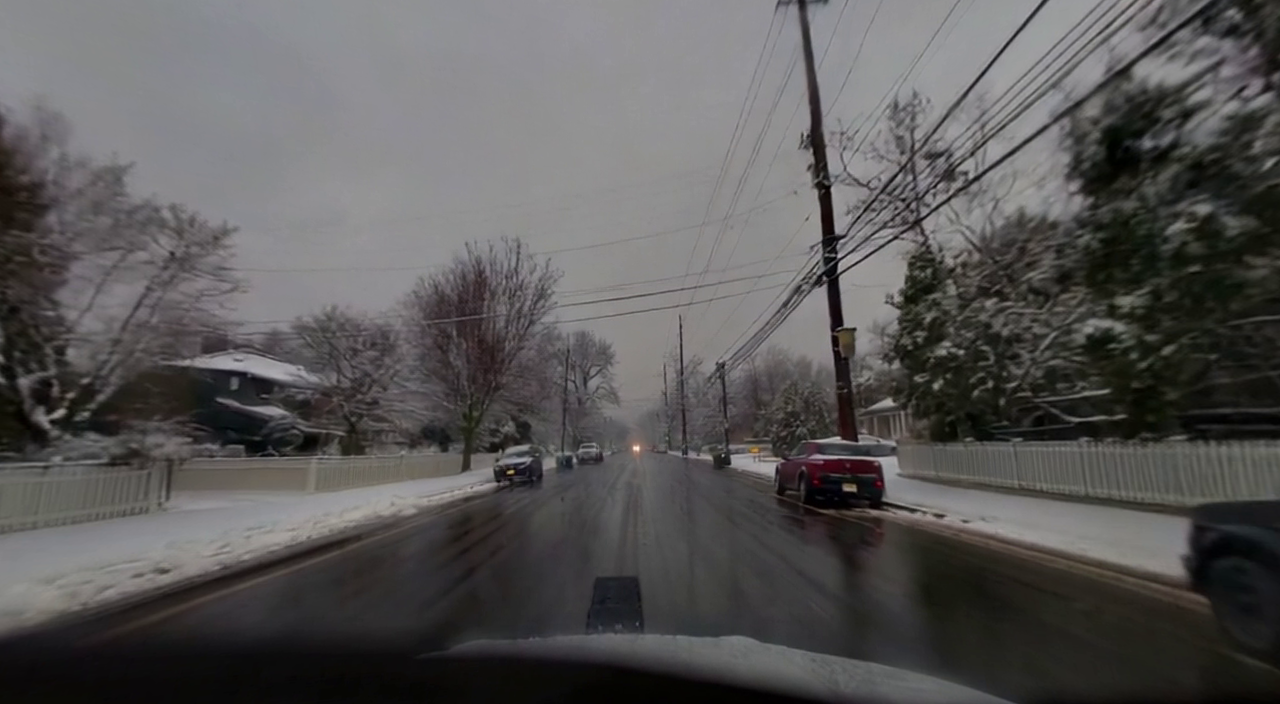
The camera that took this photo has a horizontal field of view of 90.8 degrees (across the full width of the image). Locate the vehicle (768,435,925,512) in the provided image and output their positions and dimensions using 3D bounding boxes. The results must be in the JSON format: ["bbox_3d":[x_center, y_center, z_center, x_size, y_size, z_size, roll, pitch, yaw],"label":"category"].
[{"bbox_3d":[4.686,2.819,15.157,2.170,1.549,4.178,0,-9,-3],"label":"vehicle"}]

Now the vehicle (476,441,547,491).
[{"bbox_3d":[-5.249,4.671,26.338,1.970,1.666,4.223,-4,-7,0],"label":"vehicle"}]
